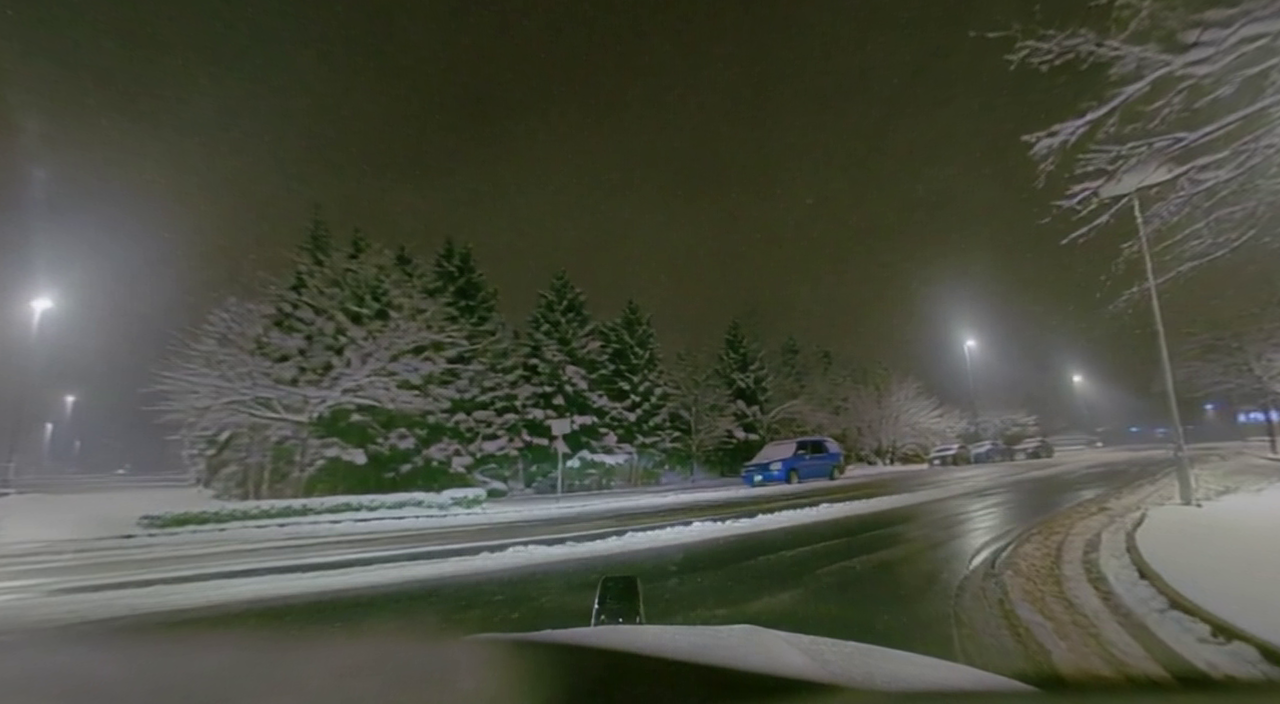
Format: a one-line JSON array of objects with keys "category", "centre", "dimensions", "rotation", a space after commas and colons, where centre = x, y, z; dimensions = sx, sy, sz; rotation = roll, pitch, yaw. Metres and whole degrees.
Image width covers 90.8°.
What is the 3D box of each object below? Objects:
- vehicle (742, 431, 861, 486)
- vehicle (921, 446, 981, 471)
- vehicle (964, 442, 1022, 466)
[{"category": "vehicle", "centre": [7.301, 4.728, 28.266], "dimensions": [5.547, 2.193, 2.433], "rotation": [8, -12, -42]}, {"category": "vehicle", "centre": [19.290, 6.580, 39.170], "dimensions": [3.630, 1.191, 1.938], "rotation": [6, -17, -42]}, {"category": "vehicle", "centre": [24.168, 6.961, 43.150], "dimensions": [4.383, 1.525, 2.038], "rotation": [8, -12, -41]}]
